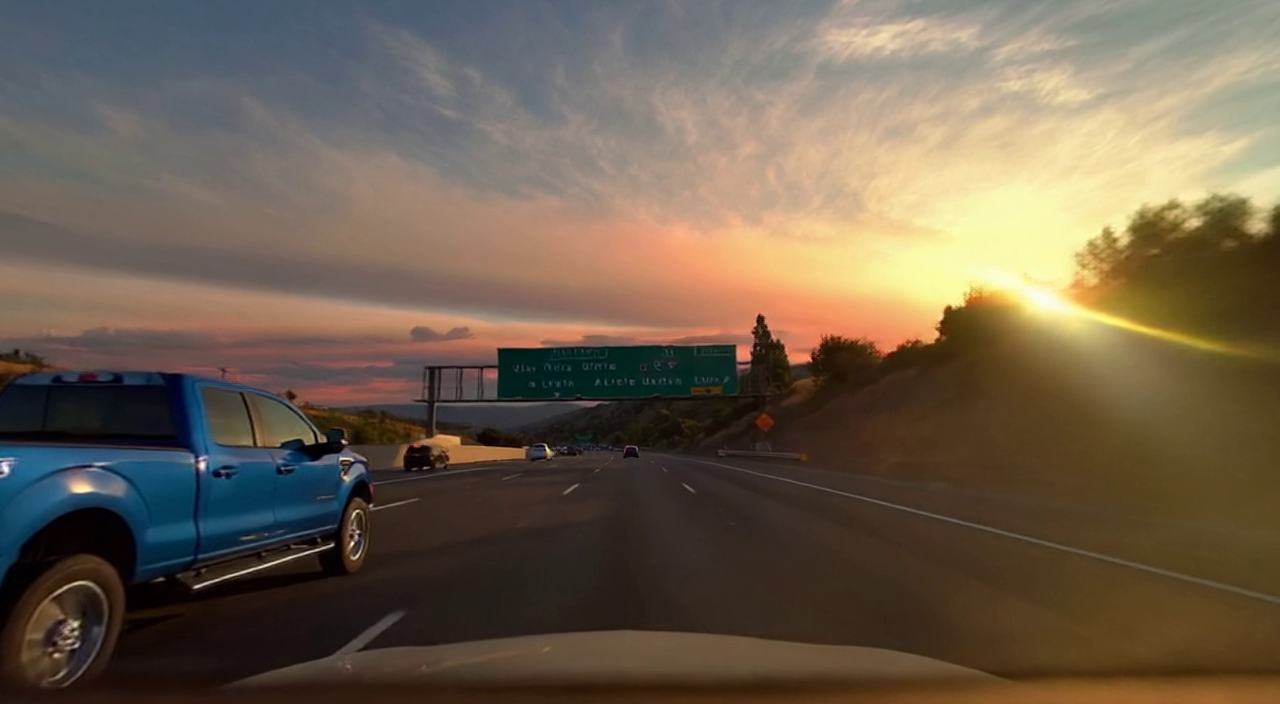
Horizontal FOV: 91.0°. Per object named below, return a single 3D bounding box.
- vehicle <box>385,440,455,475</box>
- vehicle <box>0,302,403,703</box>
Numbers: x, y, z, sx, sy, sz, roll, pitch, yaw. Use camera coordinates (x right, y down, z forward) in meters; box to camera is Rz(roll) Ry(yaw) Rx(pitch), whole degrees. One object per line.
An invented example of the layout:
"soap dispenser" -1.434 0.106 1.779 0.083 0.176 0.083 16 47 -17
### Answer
"vehicle" -11.475 5.532 33.196 2.106 1.692 4.458 0 -9 -1
"vehicle" -4.239 1.066 4.944 2.339 2.004 6.171 0 -9 0
